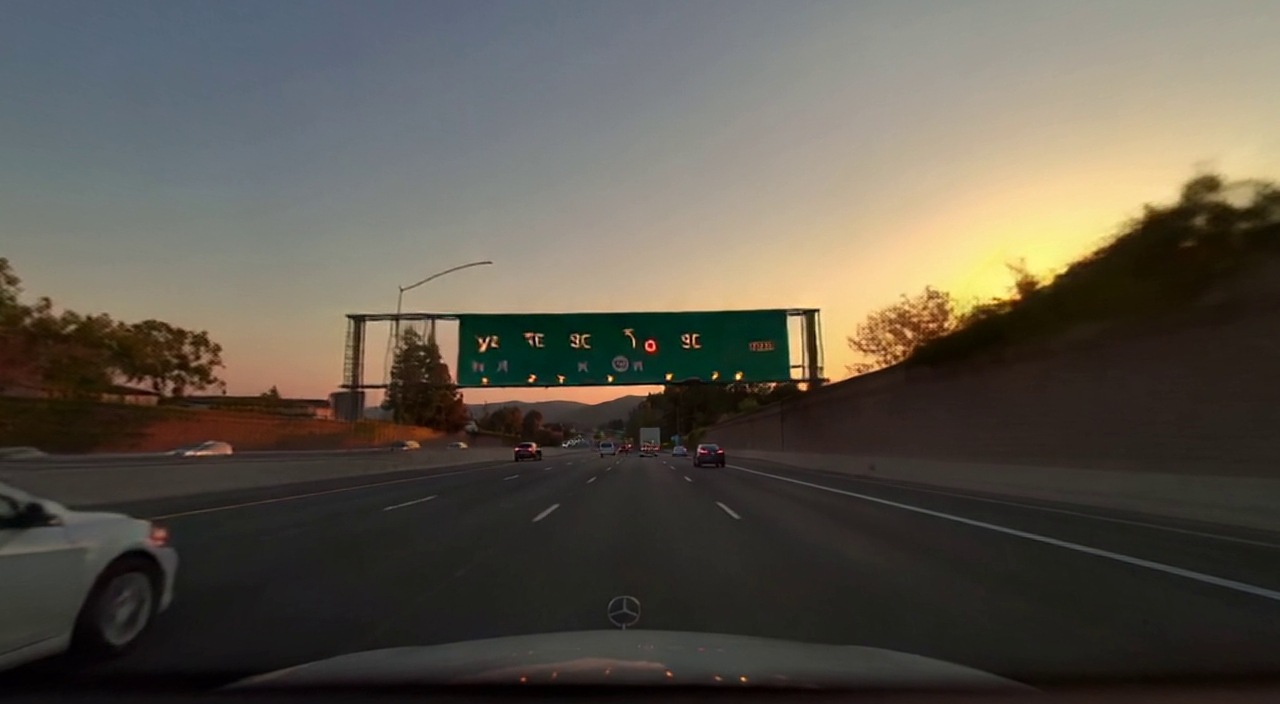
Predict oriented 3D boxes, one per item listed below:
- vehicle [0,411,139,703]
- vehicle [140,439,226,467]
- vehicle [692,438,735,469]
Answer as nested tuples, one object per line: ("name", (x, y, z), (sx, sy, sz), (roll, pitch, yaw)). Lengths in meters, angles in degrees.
("vehicle", (-4.049, 0.839, 1.697), (1.947, 1.479, 4.114), (0, -8, 0))
("vehicle", (-32.202, 7.115, 44.449), (2.228, 1.813, 5.001), (0, -8, 1))
("vehicle", (4.202, 5.877, 36.494), (2.046, 1.655, 4.143), (0, -9, 0))
